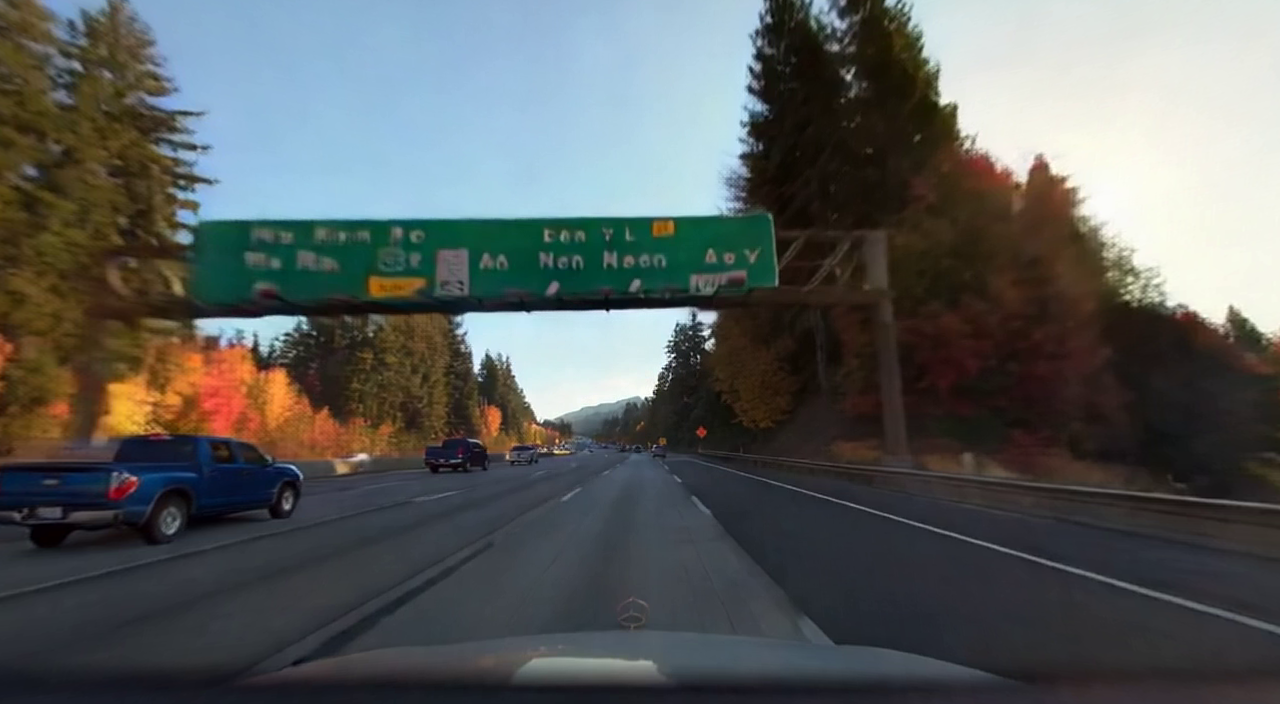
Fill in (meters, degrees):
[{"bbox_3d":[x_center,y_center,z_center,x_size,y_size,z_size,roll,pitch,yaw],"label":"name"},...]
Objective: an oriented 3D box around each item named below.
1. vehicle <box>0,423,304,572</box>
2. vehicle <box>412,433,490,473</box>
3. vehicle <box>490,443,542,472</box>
[{"bbox_3d":[-7.192,1.903,9.148,1.965,1.567,4.686,0,-8,1],"label":"vehicle"},{"bbox_3d":[-10.329,5.570,35.007,2.347,1.984,5.778,0,-8,2],"label":"vehicle"},{"bbox_3d":[-6.691,5.732,34.469,1.919,1.499,4.234,0,-8,1],"label":"vehicle"}]
